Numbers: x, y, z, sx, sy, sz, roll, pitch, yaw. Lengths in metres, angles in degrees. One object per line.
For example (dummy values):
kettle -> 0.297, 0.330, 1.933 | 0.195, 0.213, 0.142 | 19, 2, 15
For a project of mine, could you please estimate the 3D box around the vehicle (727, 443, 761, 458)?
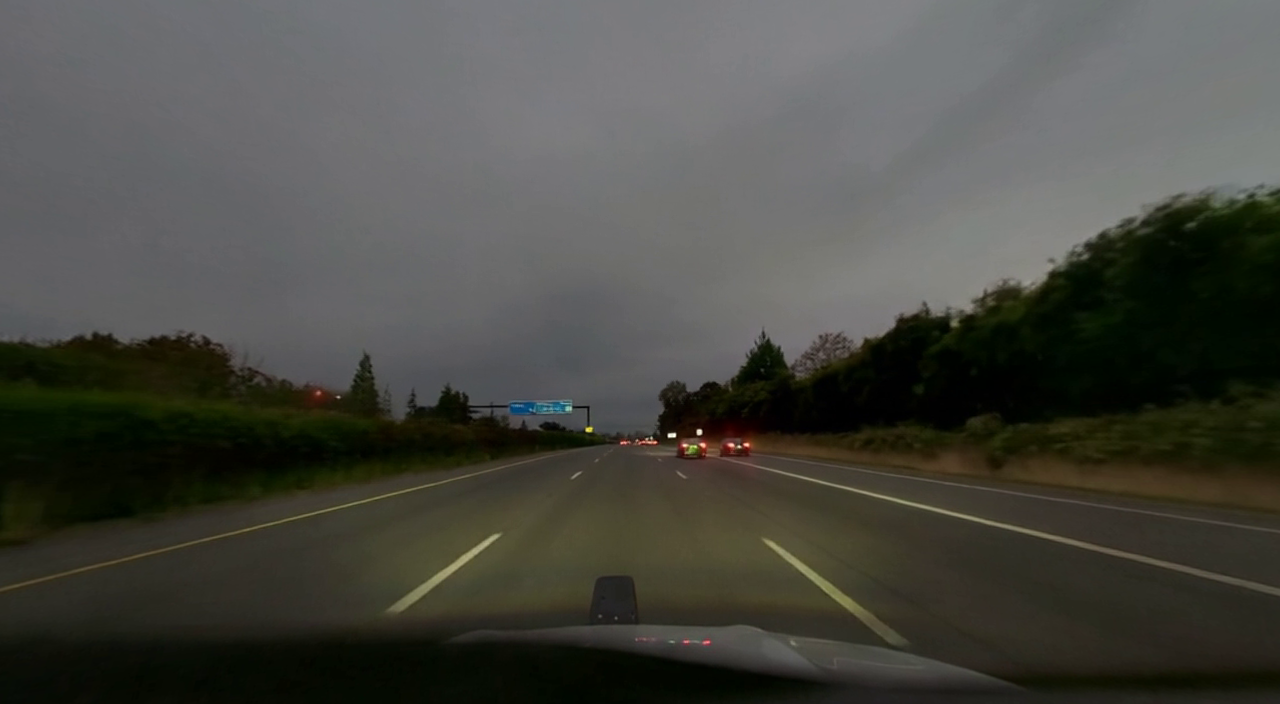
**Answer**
vehicle -> 6.772, 6.434, 41.203 | 1.535, 0.862, 2.814 | 0, -8, -4

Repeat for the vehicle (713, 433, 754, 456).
vehicle -> 6.604, 6.550, 45.024 | 2.003, 1.522, 4.940 | 0, -7, -2

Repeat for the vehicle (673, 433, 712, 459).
vehicle -> 3.131, 5.668, 38.158 | 1.819, 1.468, 3.770 | 0, -7, -3
